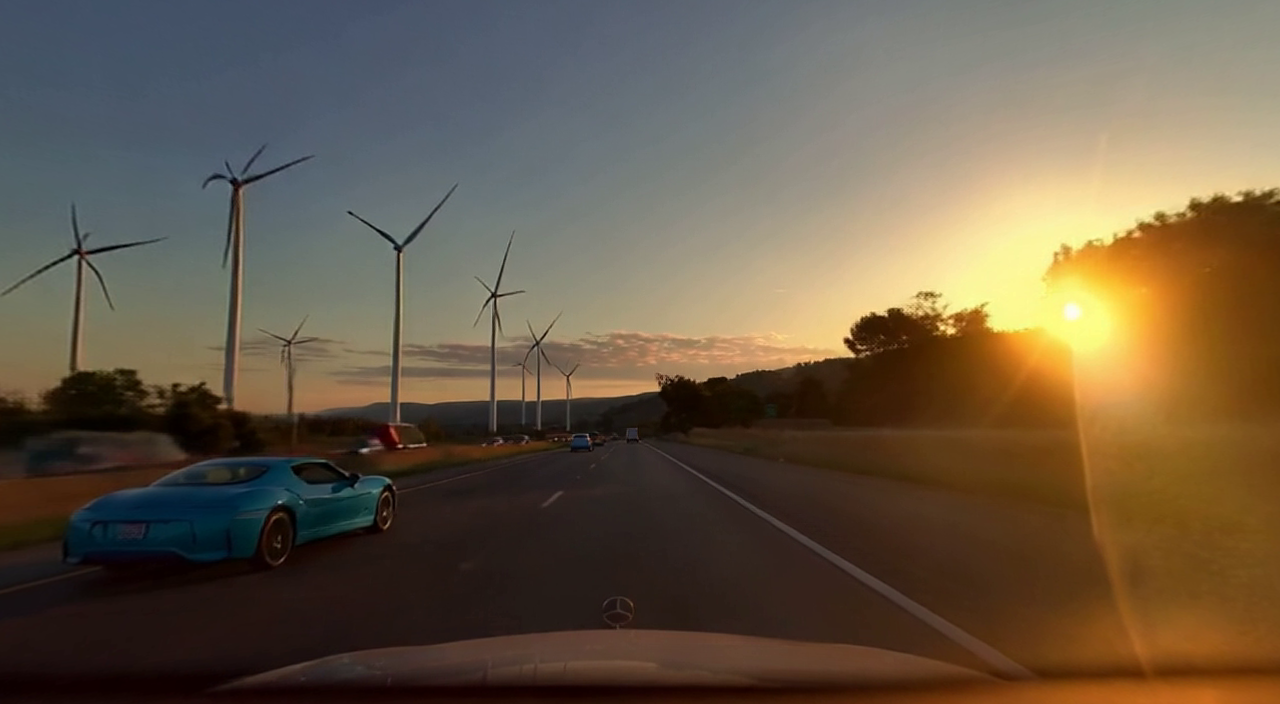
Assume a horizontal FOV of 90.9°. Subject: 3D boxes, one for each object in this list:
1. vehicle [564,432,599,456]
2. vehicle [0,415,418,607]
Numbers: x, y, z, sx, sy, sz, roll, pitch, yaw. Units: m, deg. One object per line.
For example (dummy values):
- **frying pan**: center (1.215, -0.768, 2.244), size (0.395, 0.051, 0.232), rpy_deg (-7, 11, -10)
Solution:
- **vehicle**: center (-3.754, 5.979, 41.012), size (2.024, 1.456, 3.754), rpy_deg (0, -8, -1)
- **vehicle**: center (-4.135, 1.472, 6.855), size (1.969, 1.413, 4.194), rpy_deg (0, -8, -1)
